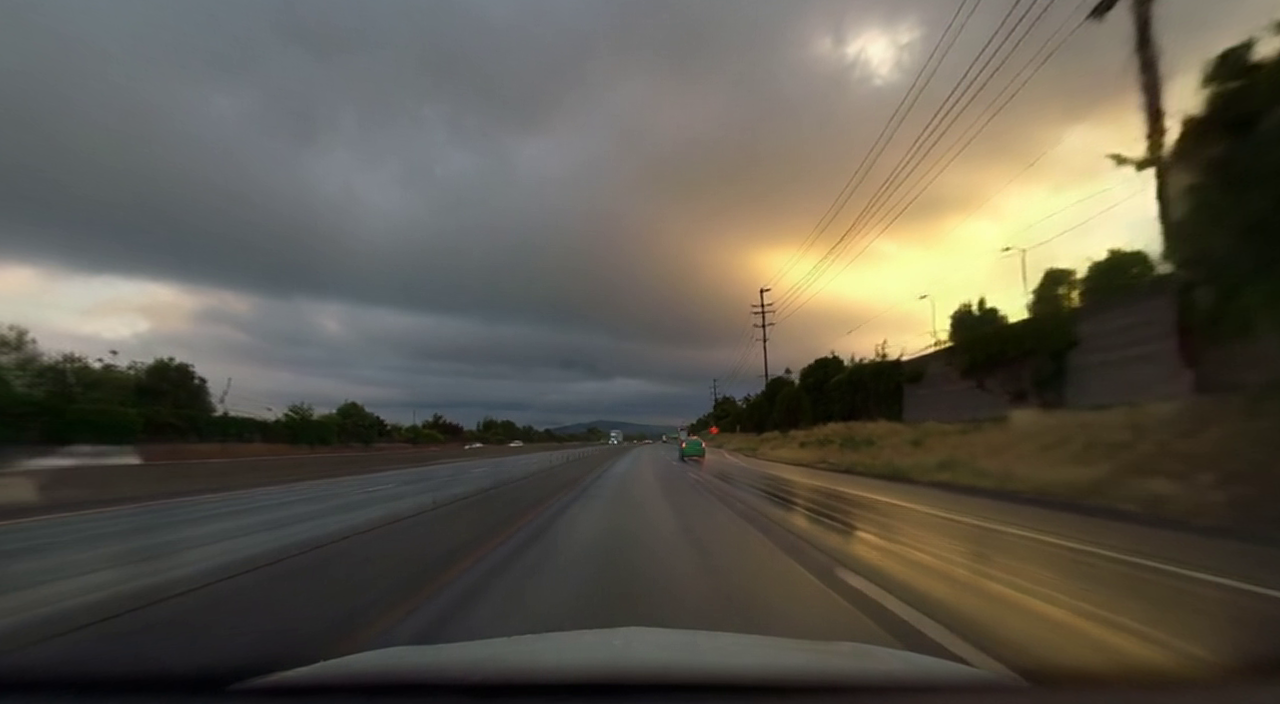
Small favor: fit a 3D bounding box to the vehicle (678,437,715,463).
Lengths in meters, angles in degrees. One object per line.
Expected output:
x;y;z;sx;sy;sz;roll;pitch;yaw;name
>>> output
3.571;6.300;40.610;1.977;1.581;4.428;-1;-8;0;vehicle
